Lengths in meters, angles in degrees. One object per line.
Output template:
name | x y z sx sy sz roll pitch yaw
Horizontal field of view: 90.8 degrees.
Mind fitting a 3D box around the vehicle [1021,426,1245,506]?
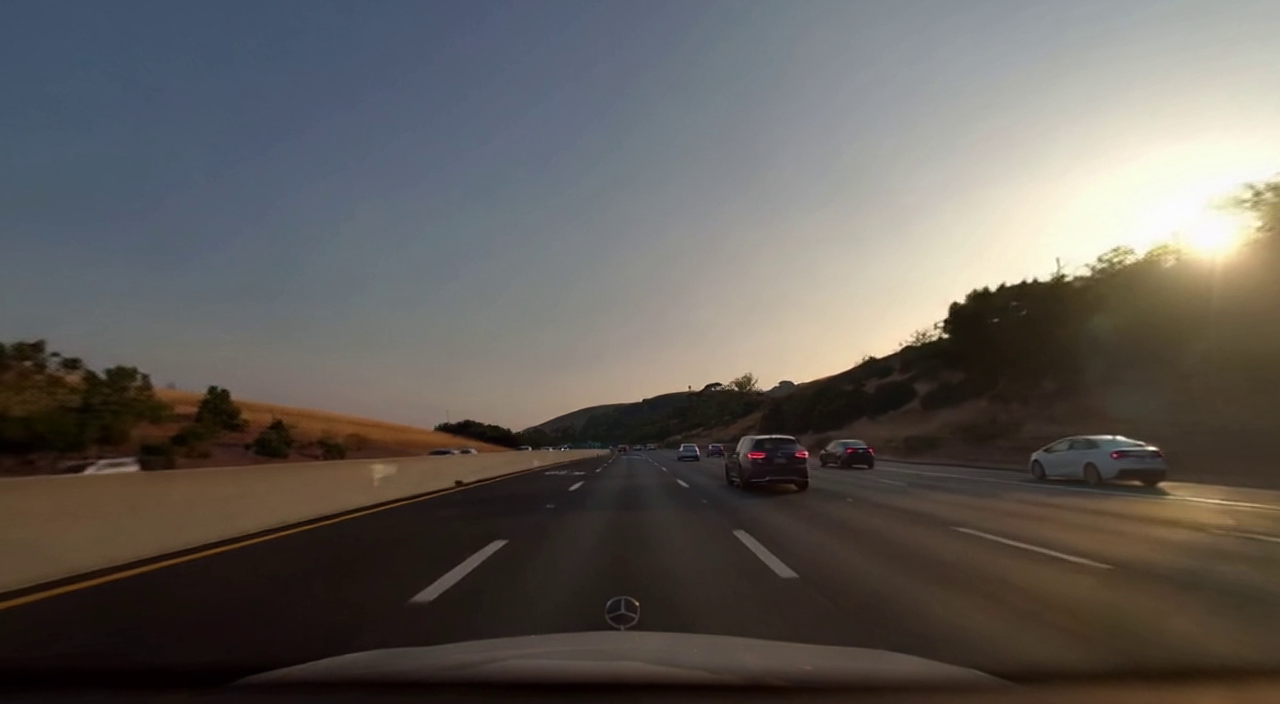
vehicle | 11.046 2.570 14.641 1.844 1.560 4.085 0 -8 0

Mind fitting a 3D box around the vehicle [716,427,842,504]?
vehicle | 3.210 2.743 15.659 1.977 1.601 4.598 0 -8 -2

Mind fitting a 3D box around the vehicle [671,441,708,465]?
vehicle | 3.266 6.748 42.339 2.038 1.477 4.313 0 -8 -1

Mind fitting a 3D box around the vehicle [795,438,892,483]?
vehicle | 7.159 3.864 22.725 1.952 1.442 4.259 0 -8 -1

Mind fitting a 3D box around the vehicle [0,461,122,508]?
vehicle | -21.788 4.809 23.293 1.833 1.472 4.107 0 -8 0
